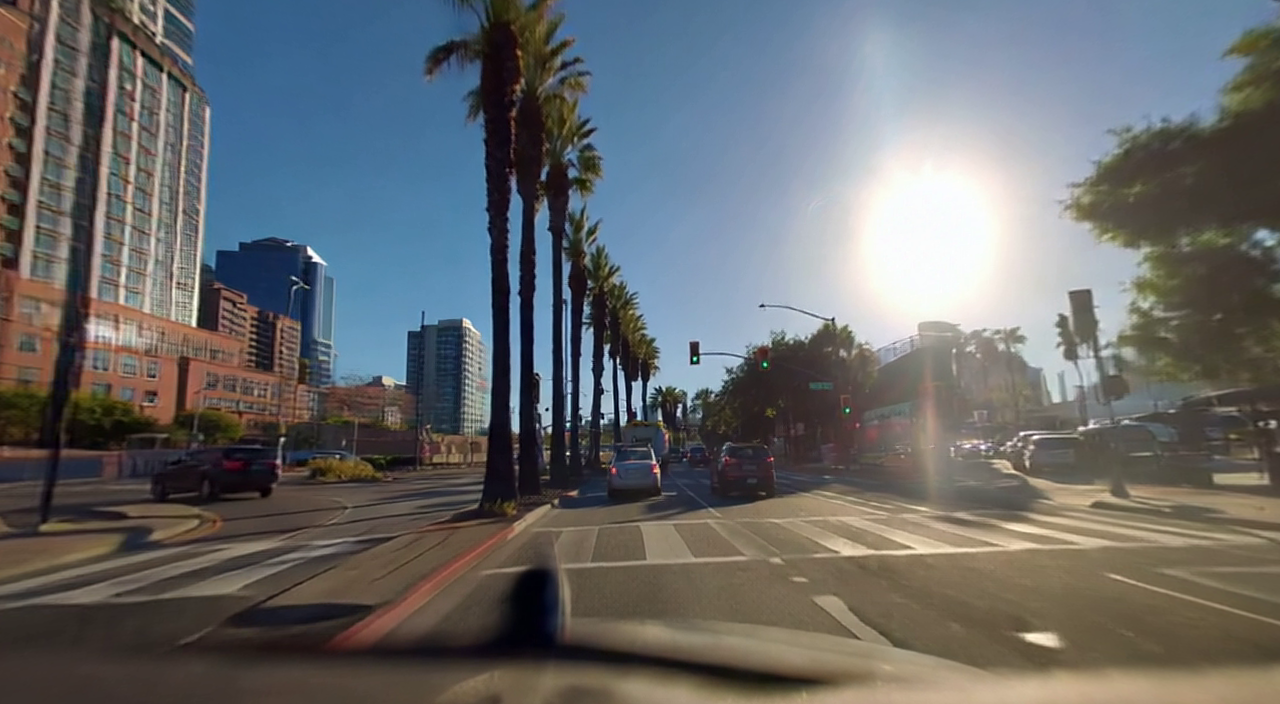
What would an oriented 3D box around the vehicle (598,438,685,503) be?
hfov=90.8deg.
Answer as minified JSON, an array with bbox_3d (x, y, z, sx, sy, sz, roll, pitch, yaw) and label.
[{"bbox_3d":[0.055,3.054,16.684,2.048,1.503,3.681,0,-9,1],"label":"vehicle"}]

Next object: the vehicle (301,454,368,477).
[{"bbox_3d":[-22.302,8.281,46.321,1.809,1.472,4.601,-2,-9,13],"label":"vehicle"}]

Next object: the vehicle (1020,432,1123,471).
[{"bbox_3d":[20.337,4.727,30.089,1.959,1.674,4.706,-1,-9,6],"label":"vehicle"}]

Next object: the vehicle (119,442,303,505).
[{"bbox_3d":[-11.602,3.218,17.085,4.435,1.501,1.977,-4,-9,24],"label":"vehicle"}]

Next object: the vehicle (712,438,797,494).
[{"bbox_3d":[3.348,3.413,19.232,1.909,1.500,3.524,0,-9,0],"label":"vehicle"}]
